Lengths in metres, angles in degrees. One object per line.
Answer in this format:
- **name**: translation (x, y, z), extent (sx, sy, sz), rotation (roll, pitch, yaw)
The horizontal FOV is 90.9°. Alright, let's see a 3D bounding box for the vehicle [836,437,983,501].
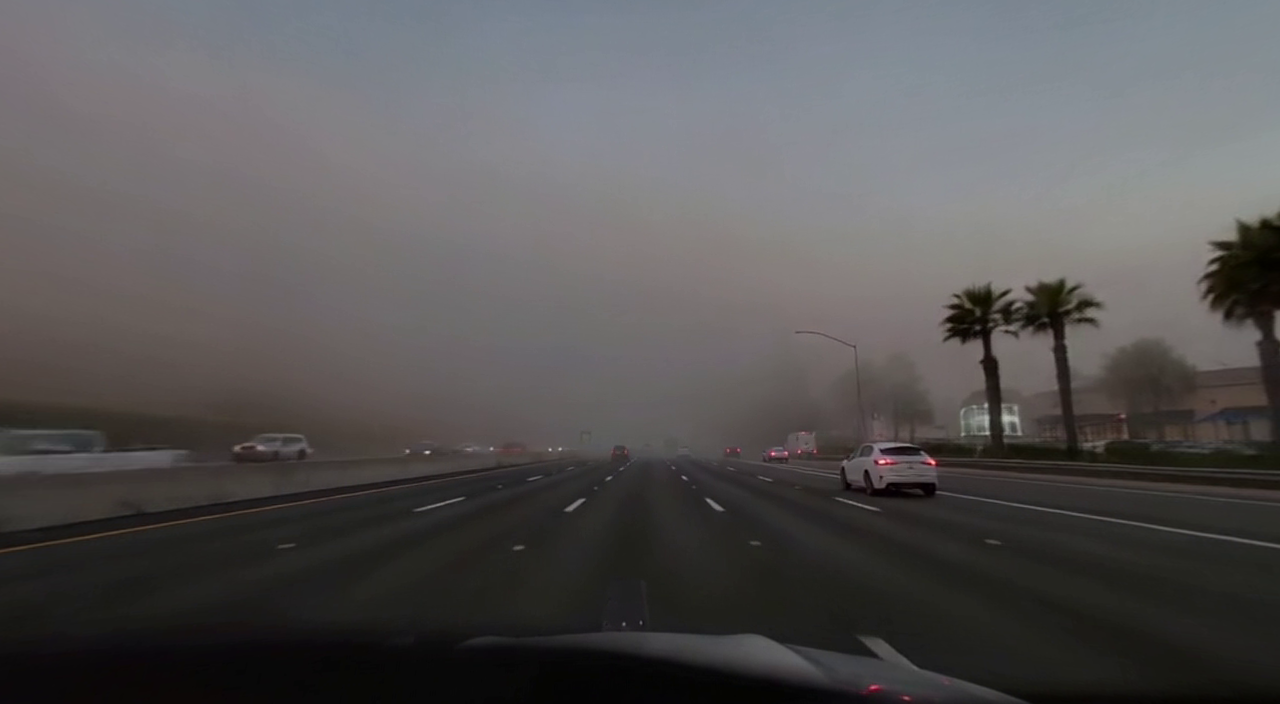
- **vehicle**: translation (7.295, 3.206, 17.740), extent (2.071, 1.543, 4.702), rotation (0, -8, 0)

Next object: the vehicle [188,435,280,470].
- **vehicle**: translation (-21.465, 5.341, 33.597), extent (1.894, 1.719, 4.407), rotation (0, -8, 1)

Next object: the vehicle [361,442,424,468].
- **vehicle**: translation (-14.946, 6.243, 38.344), extent (1.886, 1.458, 4.457), rotation (0, -8, 2)
